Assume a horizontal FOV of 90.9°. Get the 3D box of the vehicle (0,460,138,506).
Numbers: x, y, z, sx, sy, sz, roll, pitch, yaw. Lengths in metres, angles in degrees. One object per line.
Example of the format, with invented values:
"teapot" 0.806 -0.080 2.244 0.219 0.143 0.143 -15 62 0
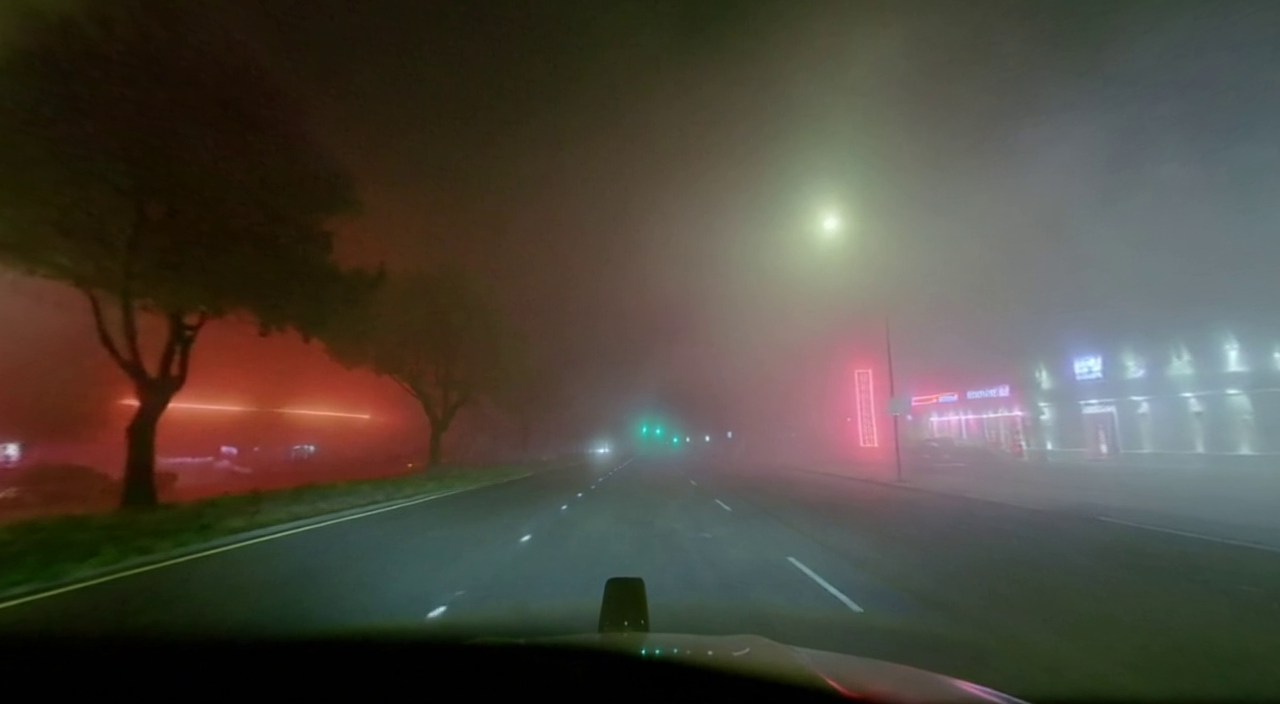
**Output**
"vehicle" -22.471 4.985 24.422 2.135 1.467 4.653 -1 -8 2
